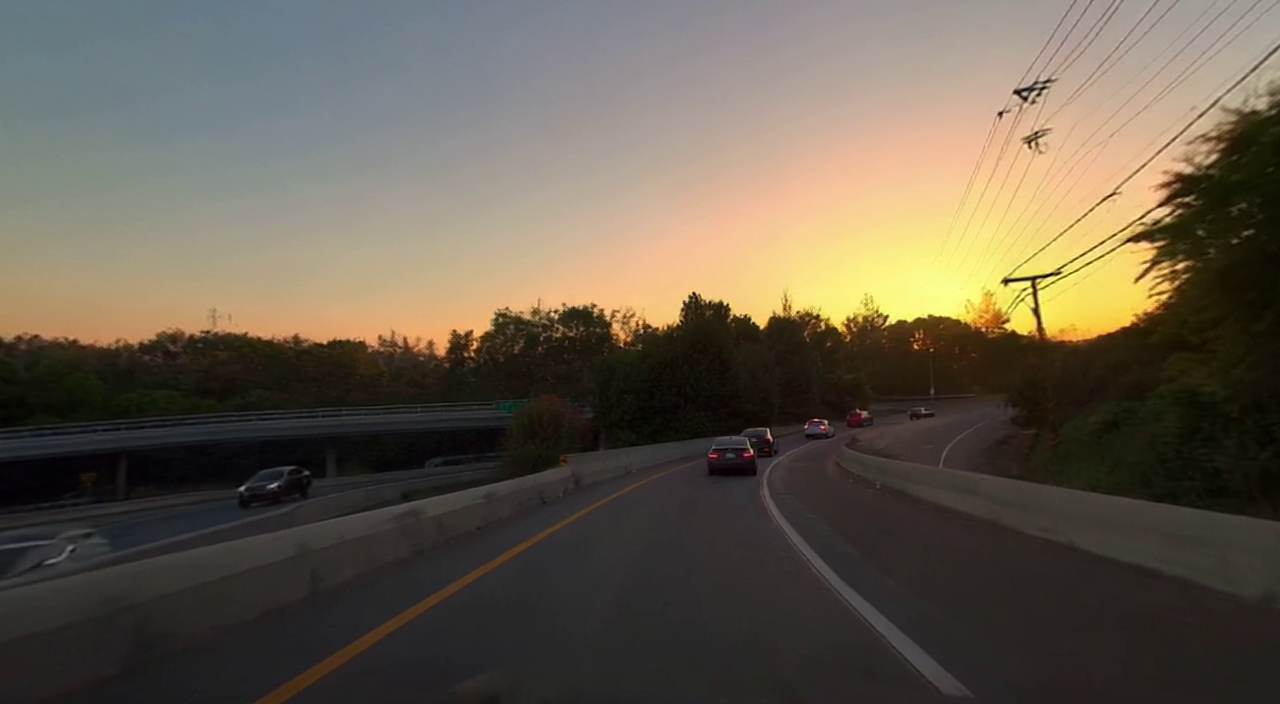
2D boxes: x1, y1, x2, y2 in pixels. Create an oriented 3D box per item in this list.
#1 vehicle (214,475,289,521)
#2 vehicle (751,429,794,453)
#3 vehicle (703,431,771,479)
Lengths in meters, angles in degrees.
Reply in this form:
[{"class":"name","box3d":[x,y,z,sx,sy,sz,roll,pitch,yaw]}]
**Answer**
[{"class":"vehicle","box3d":[-15.725,5.875,25.679,1.879,1.449,4.002,3,-9,-22]},{"class":"vehicle","box3d":[8.561,5.728,40.433,2.078,1.474,4.165,-3,-9,20]},{"class":"vehicle","box3d":[3.493,3.573,22.093,2.091,1.482,4.321,-2,-9,11]}]
